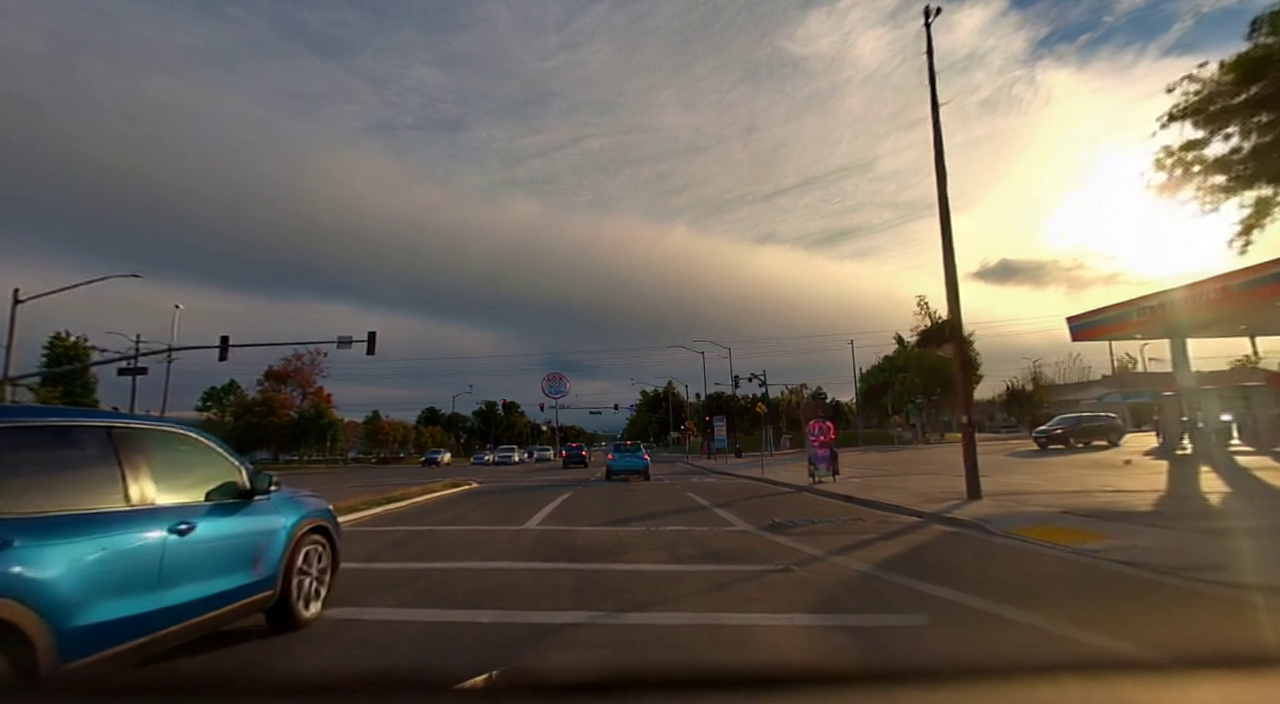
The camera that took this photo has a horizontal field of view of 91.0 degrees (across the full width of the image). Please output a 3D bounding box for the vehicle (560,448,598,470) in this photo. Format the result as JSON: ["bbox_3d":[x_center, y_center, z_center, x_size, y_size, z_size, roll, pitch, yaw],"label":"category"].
[{"bbox_3d":[-4.185,7.424,43.963,2.192,1.458,4.594,0,-9,0],"label":"vehicle"}]

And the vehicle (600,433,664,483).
[{"bbox_3d":[-0.389,4.667,28.039,2.552,1.999,5.498,0,-9,-2],"label":"vehicle"}]

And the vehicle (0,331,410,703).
[{"bbox_3d":[-3.295,1.032,3.568,2.247,1.734,4.919,0,-9,-2],"label":"vehicle"}]

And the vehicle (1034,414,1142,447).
[{"bbox_3d":[27.738,4.894,39.093,5.102,1.893,2.120,0,-9,-2],"label":"vehicle"}]

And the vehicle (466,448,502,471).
[{"bbox_3d":[-12.182,8.439,49.405,1.943,1.643,4.167,-1,-8,-3],"label":"vehicle"}]
